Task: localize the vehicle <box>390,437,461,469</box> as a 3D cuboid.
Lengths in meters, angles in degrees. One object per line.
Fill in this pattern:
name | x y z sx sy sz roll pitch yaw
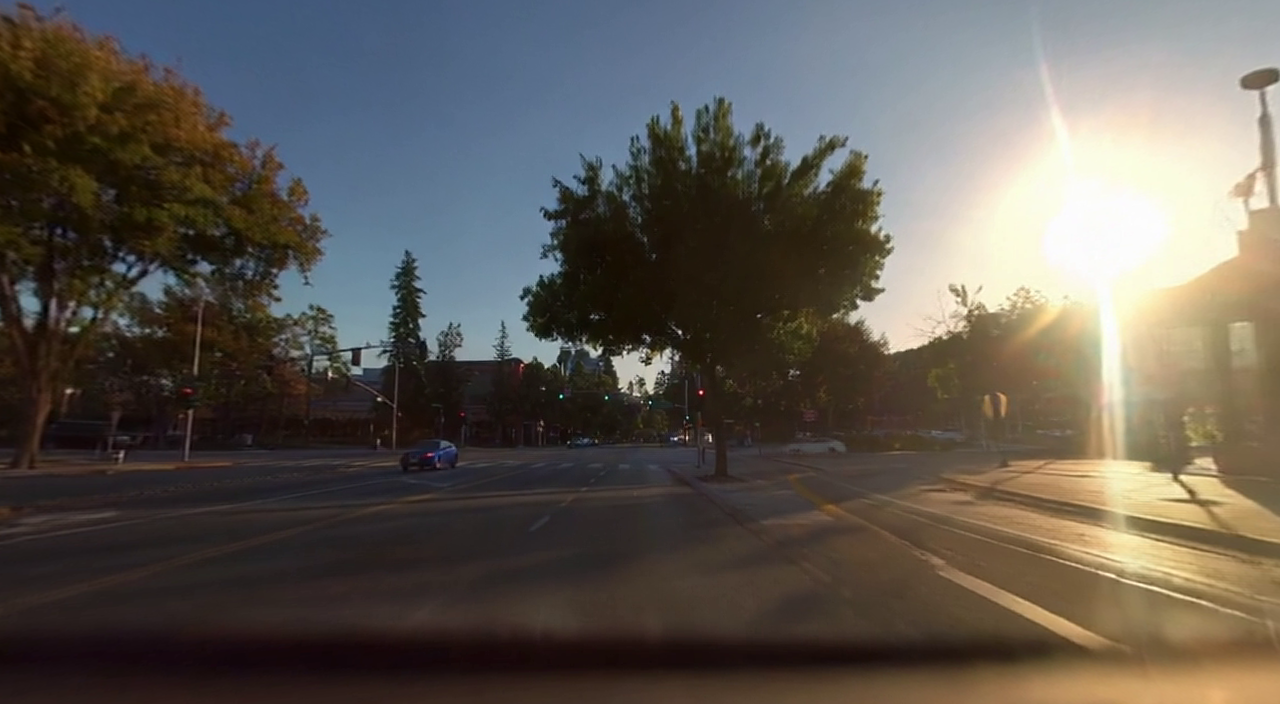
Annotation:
vehicle | -10.721 5.095 31.851 1.924 1.502 4.727 0 -9 0
